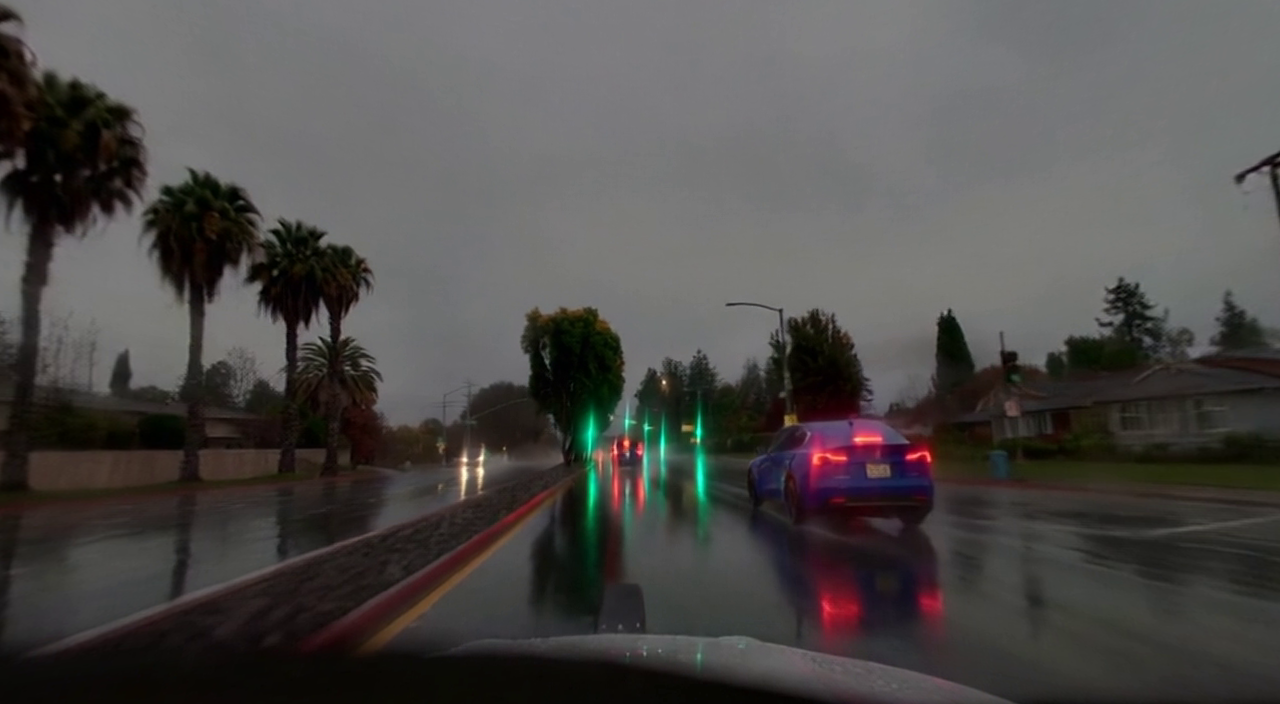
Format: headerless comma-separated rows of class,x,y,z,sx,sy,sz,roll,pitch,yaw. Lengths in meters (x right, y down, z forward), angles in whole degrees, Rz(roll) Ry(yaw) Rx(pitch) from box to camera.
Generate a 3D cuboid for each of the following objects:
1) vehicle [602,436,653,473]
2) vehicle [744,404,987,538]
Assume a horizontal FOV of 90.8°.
vehicle,-0.660,5.079,31.460,2.341,1.709,4.466,0,-8,-2
vehicle,3.521,2.007,11.268,2.205,1.803,5.135,0,-9,-3
